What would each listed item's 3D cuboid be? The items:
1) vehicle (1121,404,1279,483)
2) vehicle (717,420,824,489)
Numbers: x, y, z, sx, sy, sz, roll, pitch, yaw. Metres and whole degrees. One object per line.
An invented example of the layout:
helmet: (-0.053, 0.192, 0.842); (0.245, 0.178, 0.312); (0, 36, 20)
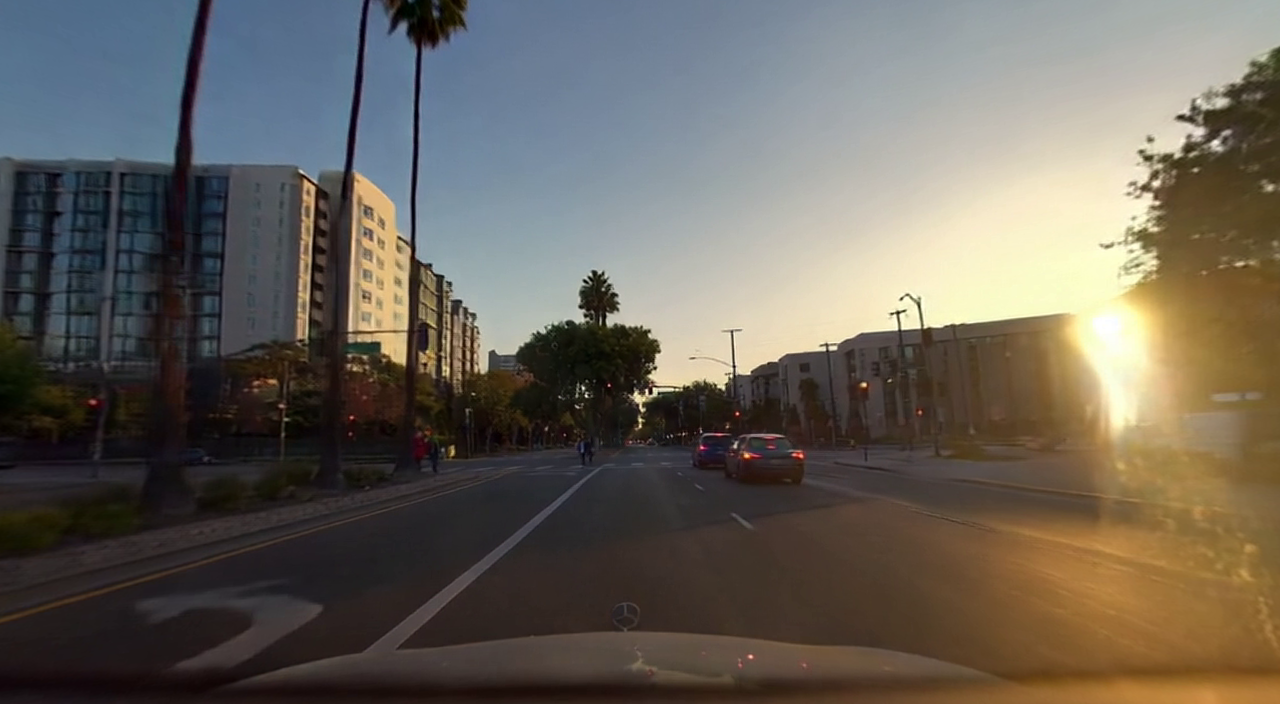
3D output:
vehicle: (15.468, 2.355, 16.262); (4.503, 1.878, 2.011); (0, -9, -2)
vehicle: (3.657, 2.997, 18.755); (2.060, 1.756, 4.770); (0, -8, -1)
